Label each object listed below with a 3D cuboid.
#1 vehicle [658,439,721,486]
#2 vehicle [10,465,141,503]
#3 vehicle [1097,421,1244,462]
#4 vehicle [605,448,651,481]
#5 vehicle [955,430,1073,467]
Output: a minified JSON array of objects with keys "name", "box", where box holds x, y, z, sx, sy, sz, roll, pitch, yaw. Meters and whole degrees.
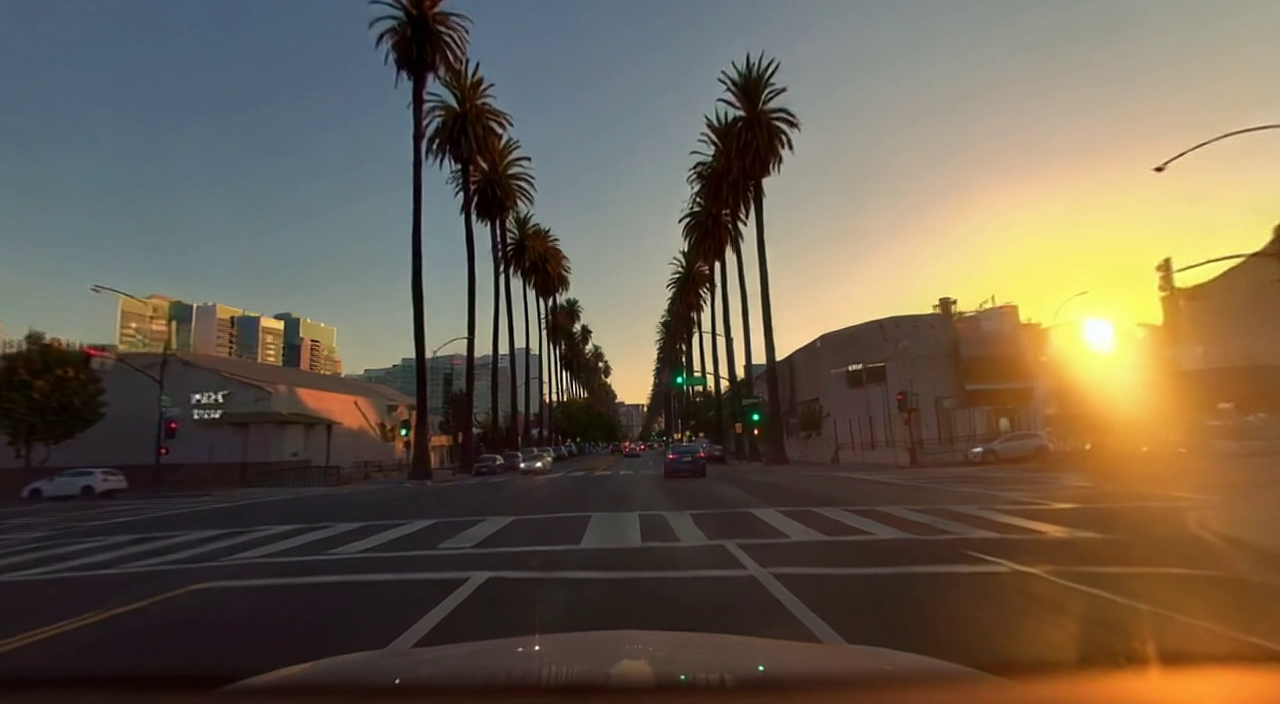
[{"name":"vehicle","box":[1.908,4.443,25.661,2.003,1.702,4.288,0,-9,-3]},{"name":"vehicle","box":[-28.761,6.725,32.301,4.570,1.741,2.107,0,-9,-2]},{"name":"vehicle","box":[25.499,4.338,30.529,5.130,1.875,2.118,0,-9,-1]},{"name":"vehicle","box":[-0.626,5.503,31.197,2.088,1.452,3.993,0,-9,-2]},{"name":"vehicle","box":[17.617,4.580,29.934,4.277,1.665,2.006,0,-9,-2]}]
